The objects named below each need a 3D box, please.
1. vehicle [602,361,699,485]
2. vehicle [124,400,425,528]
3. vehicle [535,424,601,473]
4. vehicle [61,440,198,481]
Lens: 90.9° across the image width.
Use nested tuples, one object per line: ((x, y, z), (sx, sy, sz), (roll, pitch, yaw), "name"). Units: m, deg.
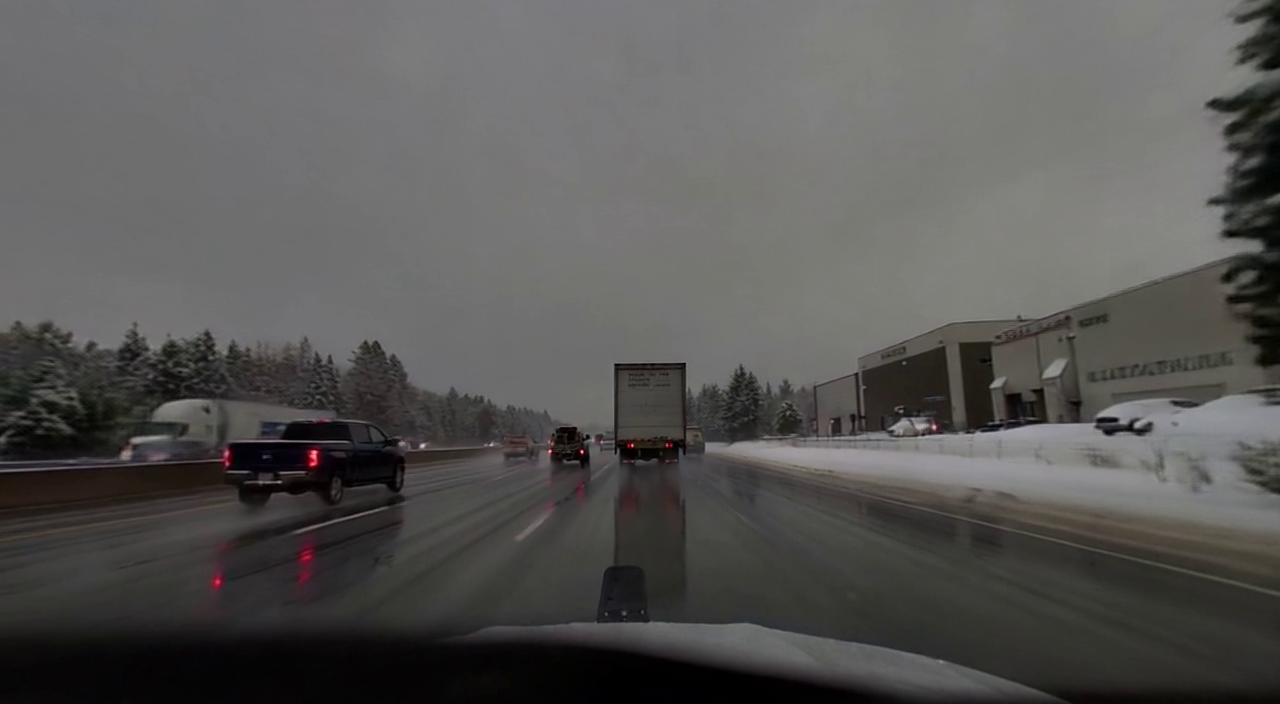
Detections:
((0.281, 2.914, 24.345), (2.941, 3.794, 9.851), (0, -9, 0), "vehicle")
((-6.716, 2.190, 12.839), (2.479, 1.978, 5.952), (0, -9, 1), "vehicle")
((-3.256, 4.594, 30.081), (2.379, 2.075, 6.169), (0, -9, 1), "vehicle")
((-20.617, 4.382, 25.774), (1.877, 1.497, 4.478), (0, -9, -1), "vehicle")
